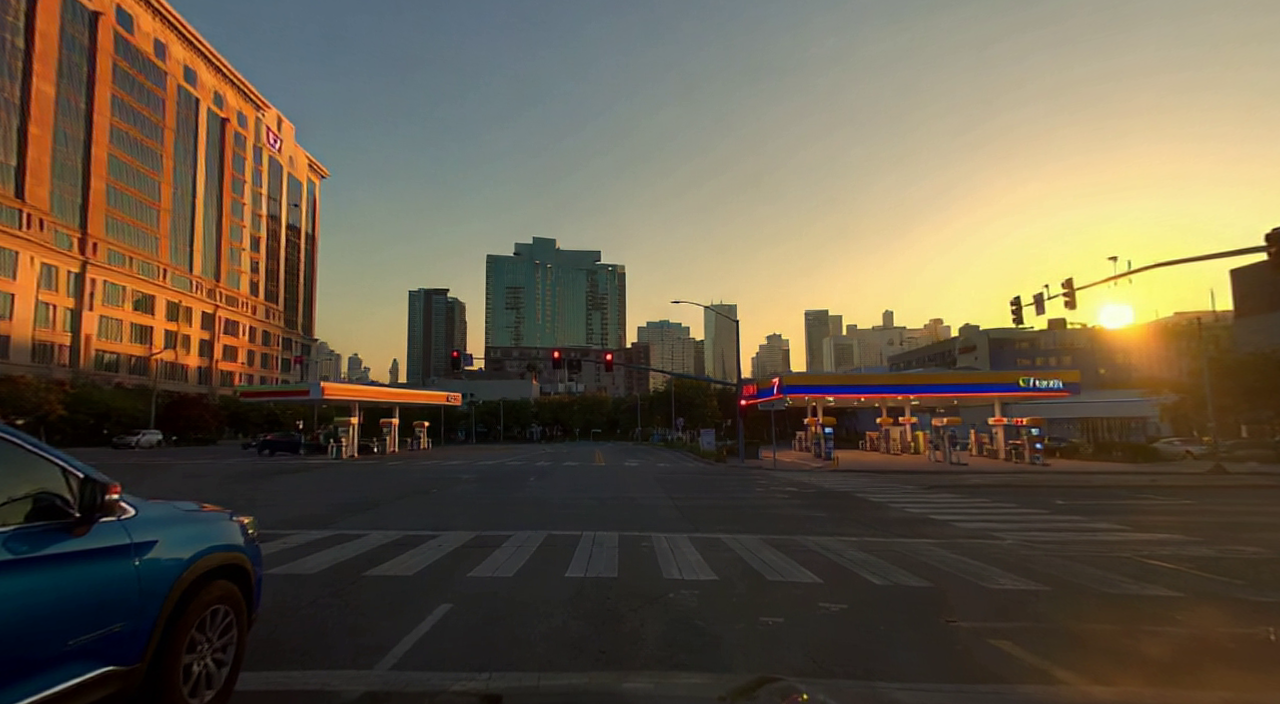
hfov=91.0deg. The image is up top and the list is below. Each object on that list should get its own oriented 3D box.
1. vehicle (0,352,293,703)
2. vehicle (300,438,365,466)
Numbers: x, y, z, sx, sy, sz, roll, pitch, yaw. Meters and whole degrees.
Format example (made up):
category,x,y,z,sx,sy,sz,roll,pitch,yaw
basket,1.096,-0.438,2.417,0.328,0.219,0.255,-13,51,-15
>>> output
category,x,y,z,sx,sy,sz,roll,pitch,yaw
vehicle,-3.422,0.805,2.035,2.053,1.690,4.364,0,-9,1
vehicle,-20.473,6.675,42.137,2.004,1.699,4.486,0,-9,1
